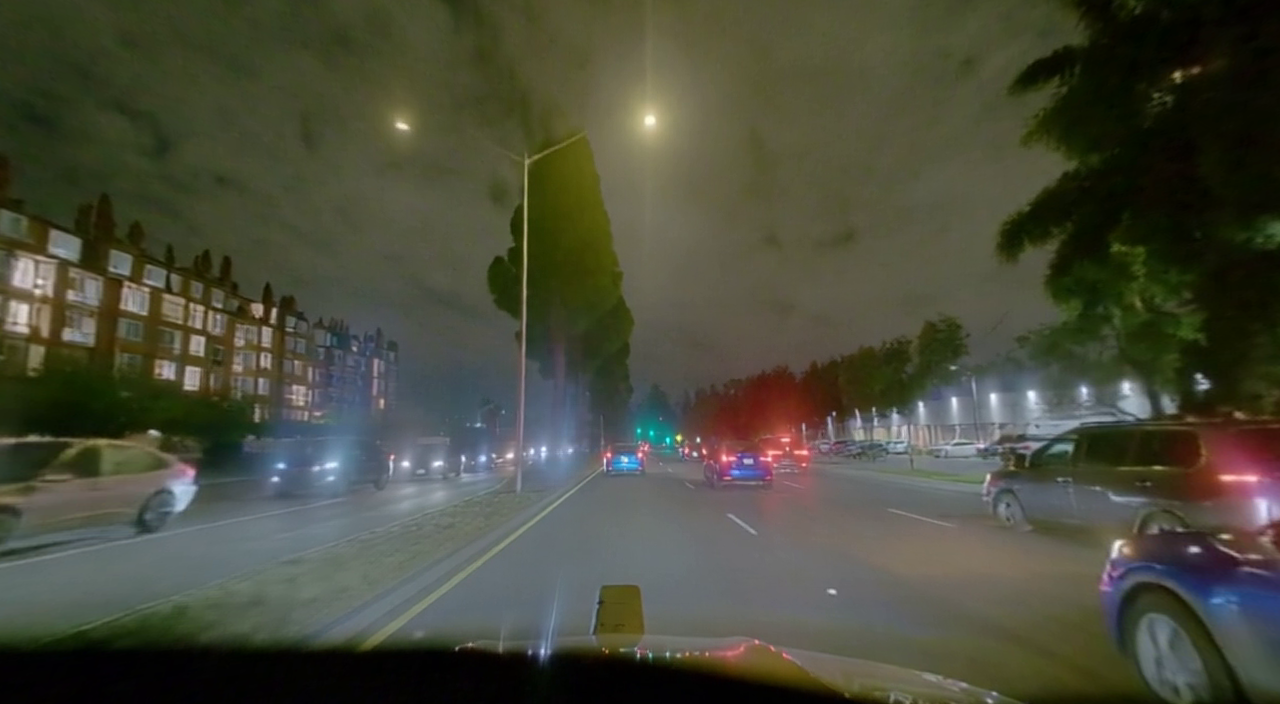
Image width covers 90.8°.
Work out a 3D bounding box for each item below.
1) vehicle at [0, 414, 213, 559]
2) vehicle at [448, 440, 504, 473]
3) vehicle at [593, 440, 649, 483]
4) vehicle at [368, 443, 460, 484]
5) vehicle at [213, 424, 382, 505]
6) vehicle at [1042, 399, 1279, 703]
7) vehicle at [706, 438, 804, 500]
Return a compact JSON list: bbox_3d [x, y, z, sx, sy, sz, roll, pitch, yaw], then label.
[{"bbox_3d":[-8.888,1.844,8.983,2.145,1.747,5.014,-1,-8,0],"label":"vehicle"},{"bbox_3d":[-9.098,5.817,35.448,2.019,1.668,4.433,-1,-8,0],"label":"vehicle"},{"bbox_3d":[-0.688,4.173,24.306,1.994,1.479,3.647,0,-9,-1],"label":"vehicle"},{"bbox_3d":[-9.115,4.524,25.977,2.148,1.473,4.709,0,-9,-1],"label":"vehicle"},{"bbox_3d":[-9.038,2.996,17.280,2.043,1.860,4.656,-1,-8,-1],"label":"vehicle"},{"bbox_3d":[3.352,0.754,1.255,2.021,1.471,4.666,0,-9,0],"label":"vehicle"},{"bbox_3d":[3.017,3.146,17.422,1.852,1.498,3.825,0,-9,-2],"label":"vehicle"}]
